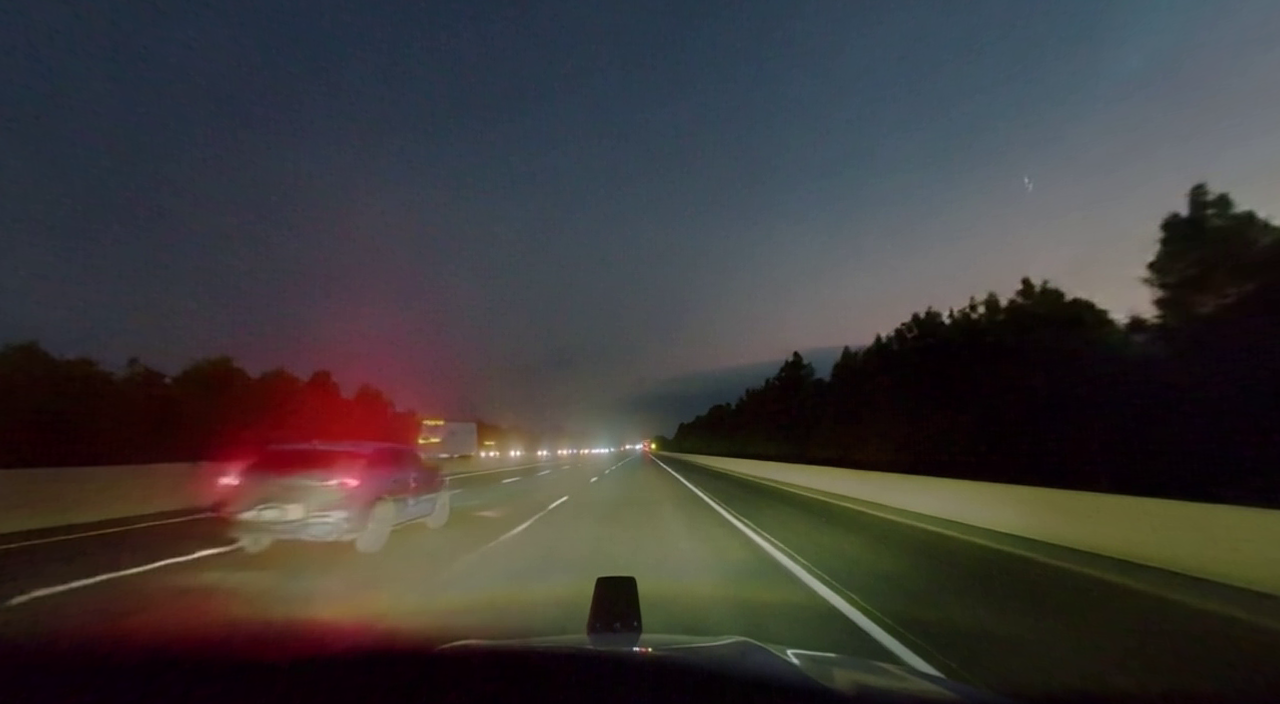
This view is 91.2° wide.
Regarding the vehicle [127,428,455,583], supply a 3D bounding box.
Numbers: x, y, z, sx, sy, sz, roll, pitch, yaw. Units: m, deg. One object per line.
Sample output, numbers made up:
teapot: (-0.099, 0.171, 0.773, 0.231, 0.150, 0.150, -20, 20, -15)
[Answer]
vehicle: (-4.009, 1.803, 8.165, 1.933, 1.497, 3.973, 0, -9, 0)
